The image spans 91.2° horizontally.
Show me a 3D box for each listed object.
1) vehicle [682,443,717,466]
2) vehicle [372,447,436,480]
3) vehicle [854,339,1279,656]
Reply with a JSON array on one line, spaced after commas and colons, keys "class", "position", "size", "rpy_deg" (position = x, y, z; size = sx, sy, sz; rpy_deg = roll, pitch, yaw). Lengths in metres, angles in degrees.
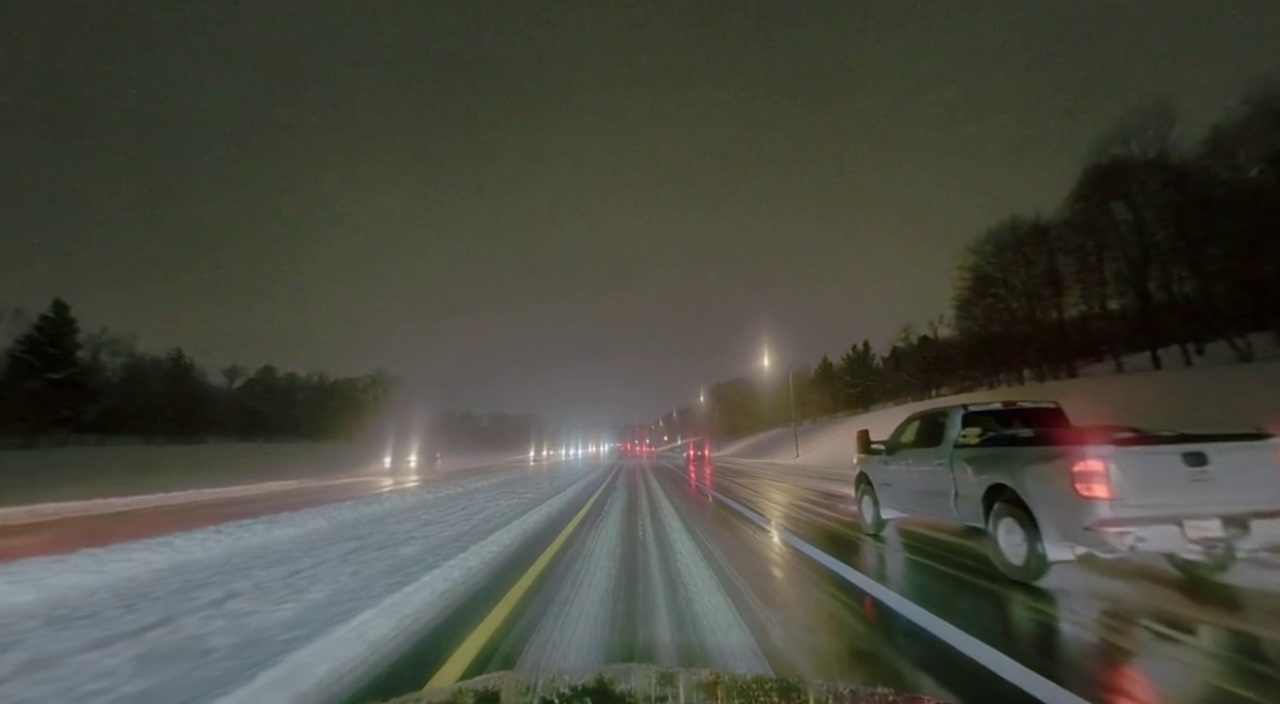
[{"class": "vehicle", "position": [4.017, 6.983, 42.662], "size": [1.917, 1.488, 3.693], "rpy_deg": [0, -9, -1]}, {"class": "vehicle", "position": [-13.152, 6.209, 35.226], "size": [1.949, 1.689, 4.243], "rpy_deg": [0, -9, 0]}, {"class": "vehicle", "position": [4.216, 1.264, 6.467], "size": [2.177, 1.914, 5.245], "rpy_deg": [0, -9, 0]}]
